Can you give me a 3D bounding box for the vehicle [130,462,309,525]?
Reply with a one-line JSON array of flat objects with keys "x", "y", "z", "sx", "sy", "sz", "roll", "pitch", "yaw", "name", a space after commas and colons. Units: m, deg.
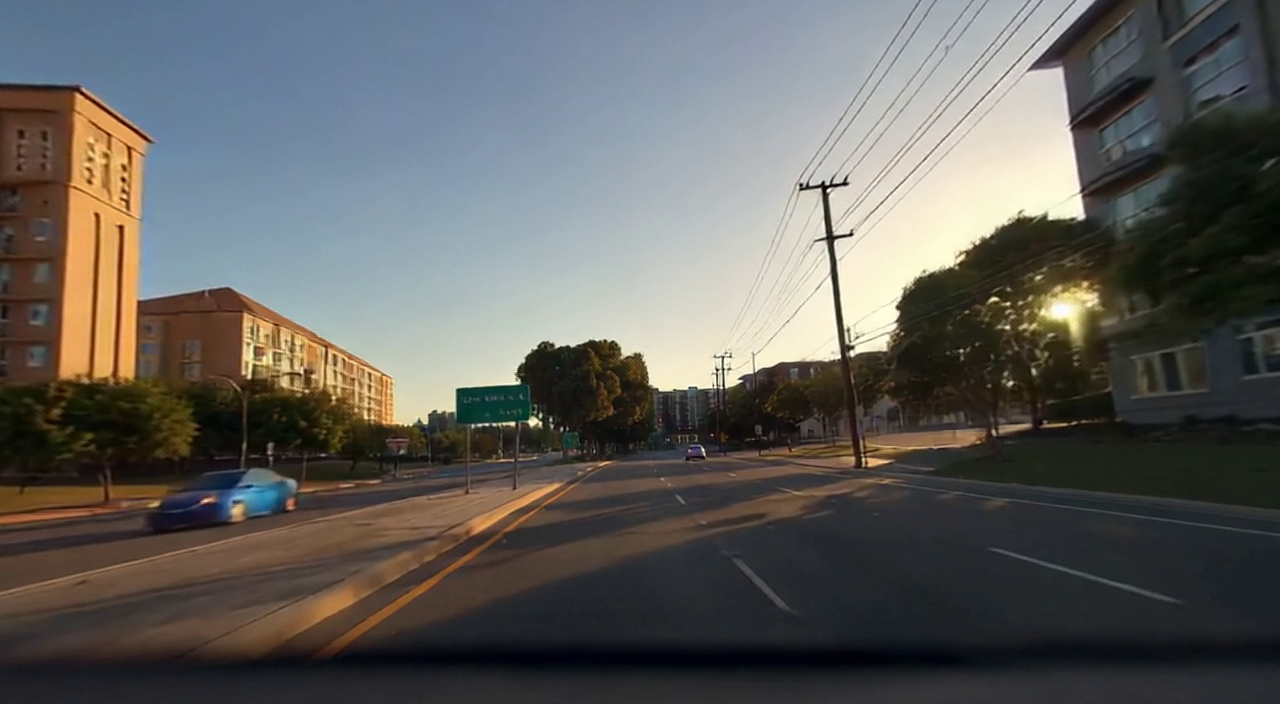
[{"x": -12.155, "y": 4.091, "z": 18.687, "sx": 2.116, "sy": 1.470, "sz": 4.581, "roll": -1, "pitch": -9, "yaw": 0, "name": "vehicle"}]
